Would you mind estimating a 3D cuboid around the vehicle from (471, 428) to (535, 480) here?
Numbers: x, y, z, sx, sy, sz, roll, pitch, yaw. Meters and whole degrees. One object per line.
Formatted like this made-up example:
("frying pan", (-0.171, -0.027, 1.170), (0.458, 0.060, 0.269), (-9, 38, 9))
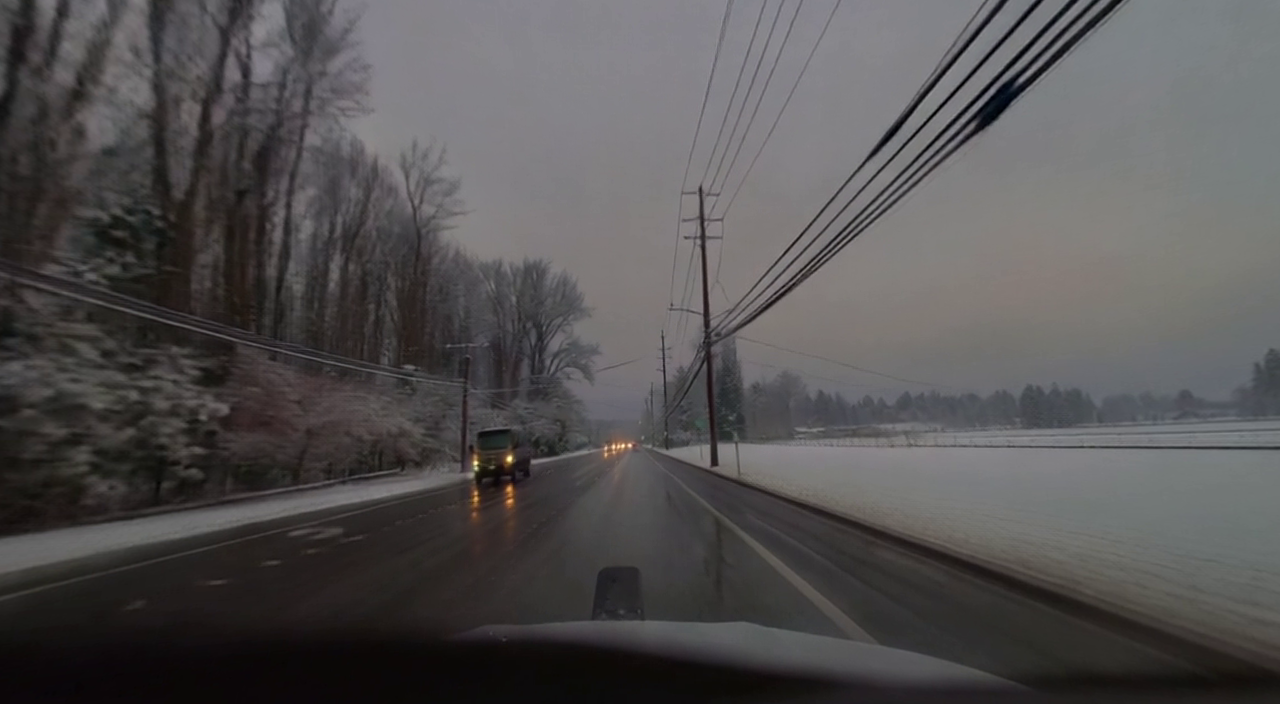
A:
("vehicle", (-7.996, 5.925, 37.470), (2.351, 2.696, 6.106), (-2, -7, 1))
